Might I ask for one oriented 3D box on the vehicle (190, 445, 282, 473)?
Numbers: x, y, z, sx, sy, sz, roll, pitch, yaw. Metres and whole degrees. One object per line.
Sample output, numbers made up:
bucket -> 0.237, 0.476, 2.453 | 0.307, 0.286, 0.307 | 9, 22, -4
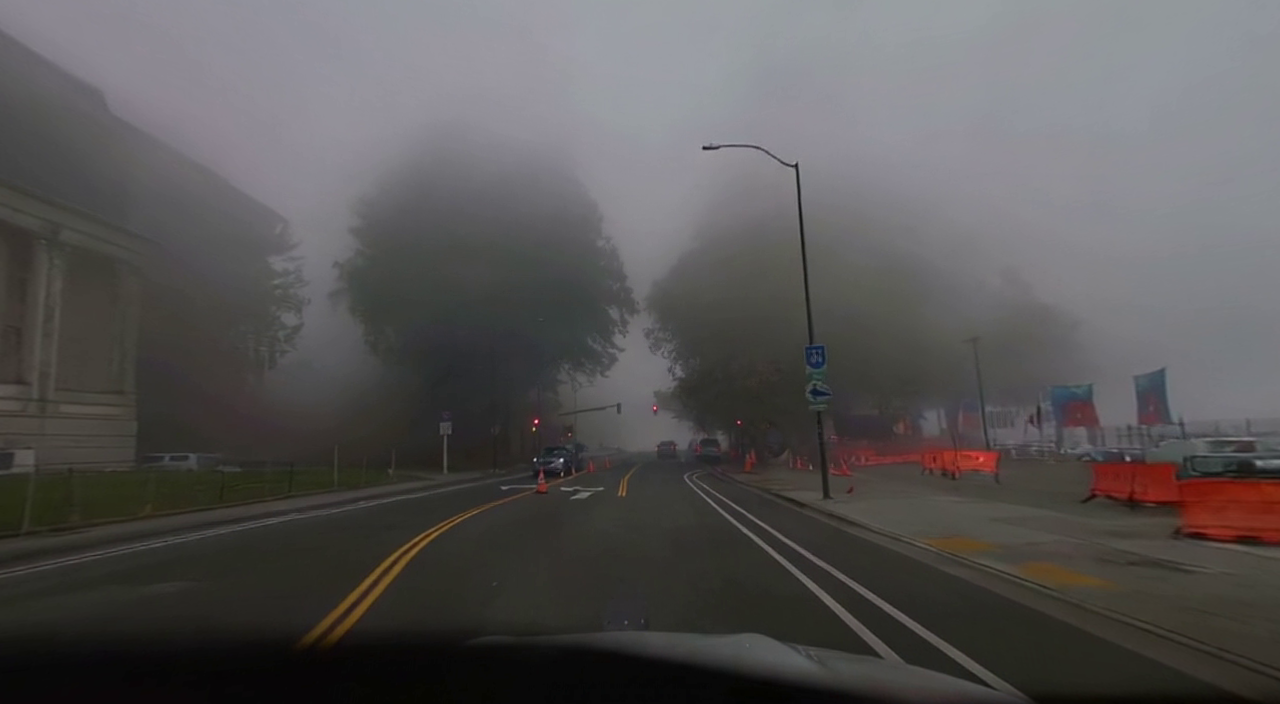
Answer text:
vehicle -> -25.899, 6.864, 40.508 | 4.445, 1.753, 2.044 | 0, -9, 1
